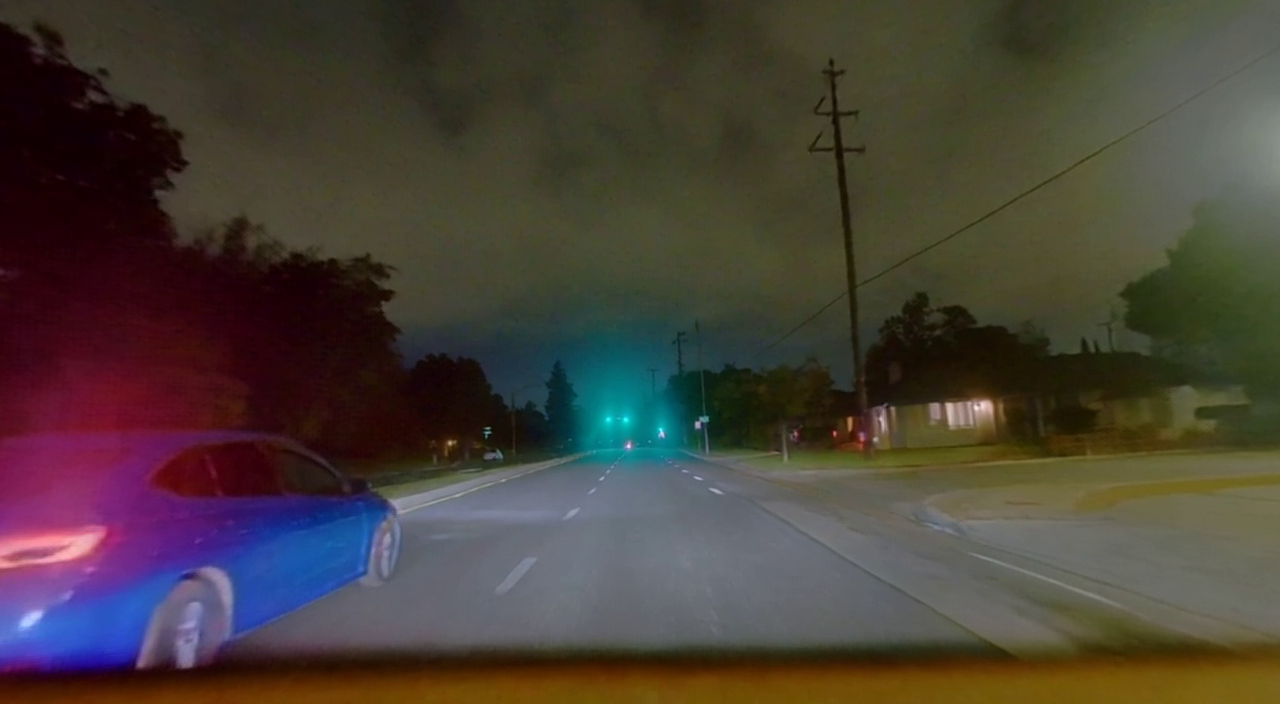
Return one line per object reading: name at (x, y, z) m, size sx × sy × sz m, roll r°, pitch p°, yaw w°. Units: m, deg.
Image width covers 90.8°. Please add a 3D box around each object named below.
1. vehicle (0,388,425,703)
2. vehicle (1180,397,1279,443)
vehicle at (-3.151, 1.165, 4.026) m, size 2.113 × 1.493 × 4.222 m, roll 0°, pitch -8°, yaw -1°
vehicle at (29.075, 3.358, 30.608) m, size 2.019 × 1.960 × 4.772 m, roll -1°, pitch -9°, yaw 8°
